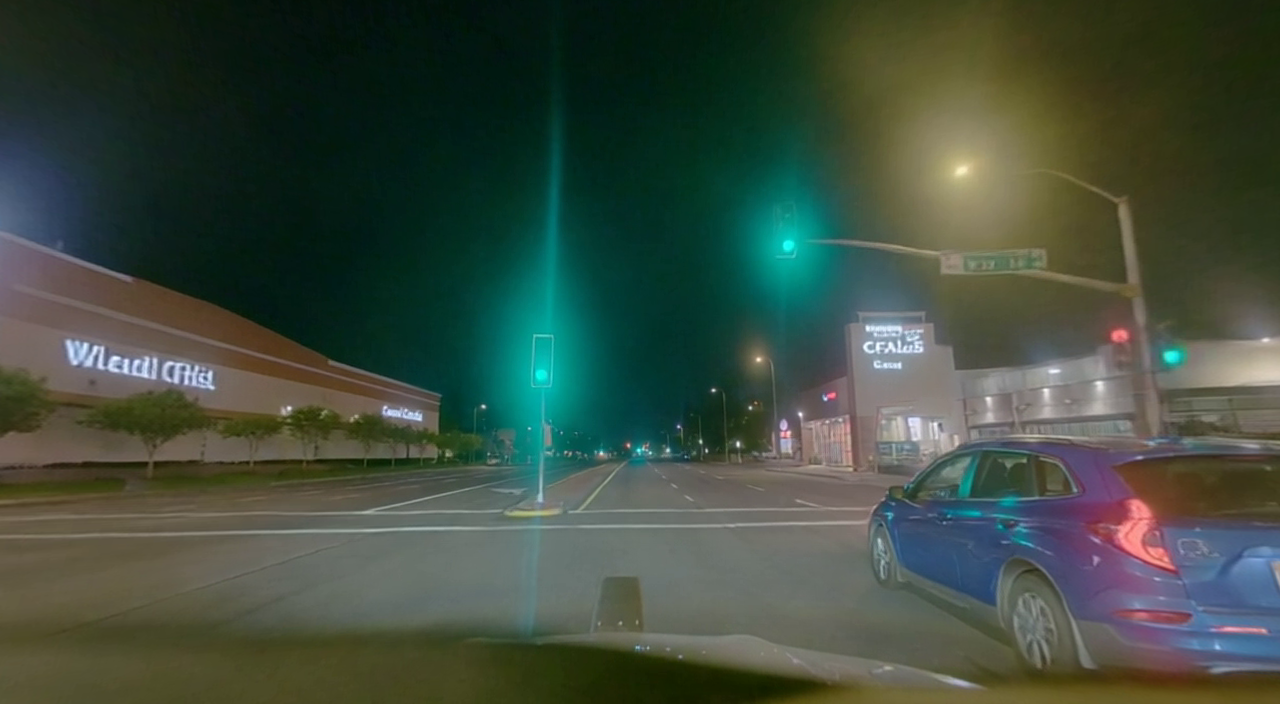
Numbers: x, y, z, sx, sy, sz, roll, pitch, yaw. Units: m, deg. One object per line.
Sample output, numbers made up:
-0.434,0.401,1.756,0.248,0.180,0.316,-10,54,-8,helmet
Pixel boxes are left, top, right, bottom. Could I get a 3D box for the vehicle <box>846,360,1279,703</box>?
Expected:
3.234,1.151,4.152,2.015,1.641,4.995,0,-9,-1,vehicle
